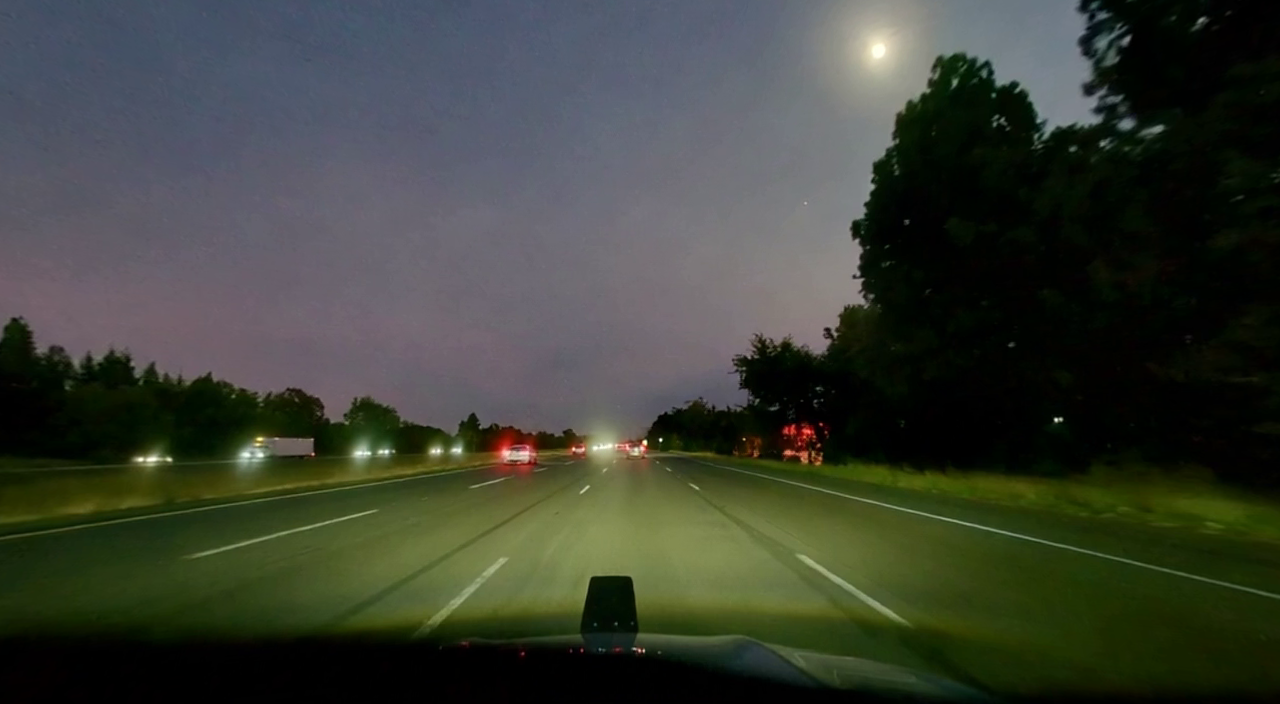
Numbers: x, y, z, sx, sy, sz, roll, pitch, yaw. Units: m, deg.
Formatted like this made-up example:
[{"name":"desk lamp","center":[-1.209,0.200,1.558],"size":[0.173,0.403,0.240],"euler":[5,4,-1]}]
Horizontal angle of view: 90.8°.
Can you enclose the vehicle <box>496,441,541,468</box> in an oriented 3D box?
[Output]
[{"name":"vehicle","center":[-7.674,6.513,40.225],"size":[1.991,1.572,4.314],"euler":[0,-9,0]}]
